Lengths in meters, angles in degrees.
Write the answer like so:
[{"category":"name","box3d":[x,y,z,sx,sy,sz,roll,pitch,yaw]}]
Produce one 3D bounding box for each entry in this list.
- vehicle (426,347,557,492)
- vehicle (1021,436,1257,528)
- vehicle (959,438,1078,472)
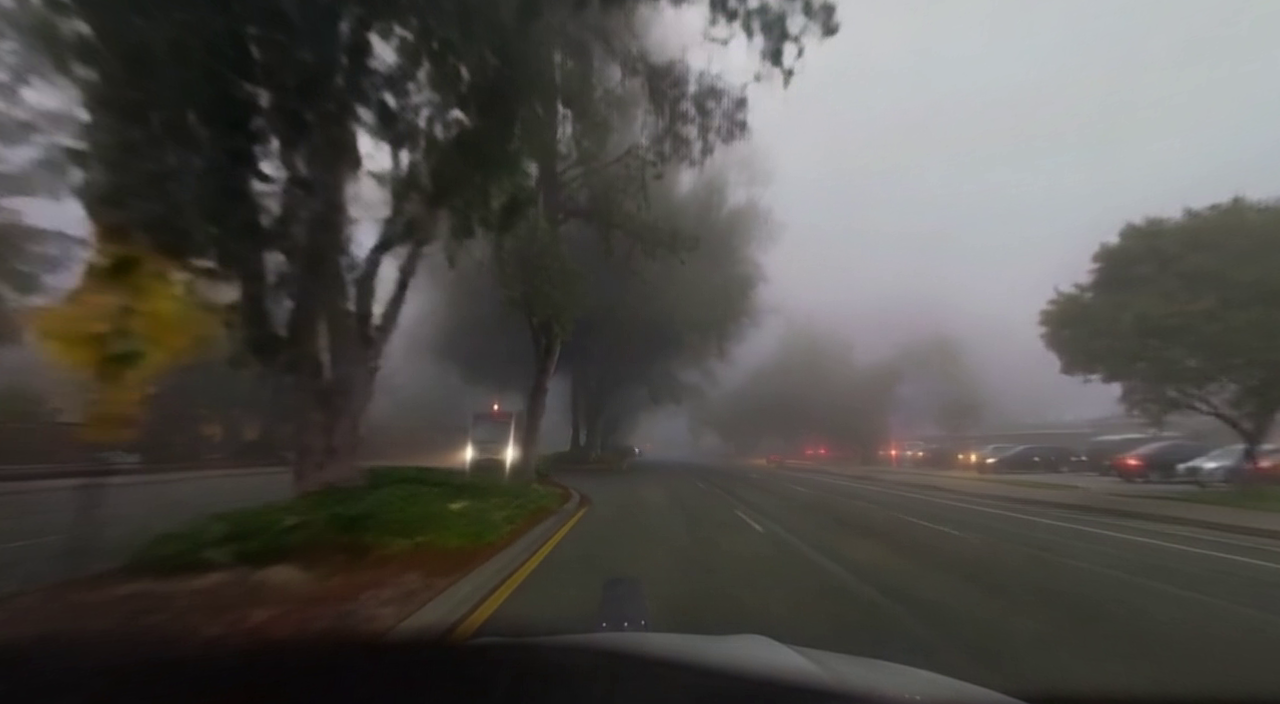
[{"category":"vehicle","box3d":[-4.079,1.987,18.208,3.008,3.786,3.422,0,-8,-3]},{"category":"vehicle","box3d":[11.214,2.899,14.704,1.976,1.780,4.352,0,-8,2]},{"category":"vehicle","box3d":[21.546,5.885,36.008,5.374,1.825,2.157,0,-8,0]}]
